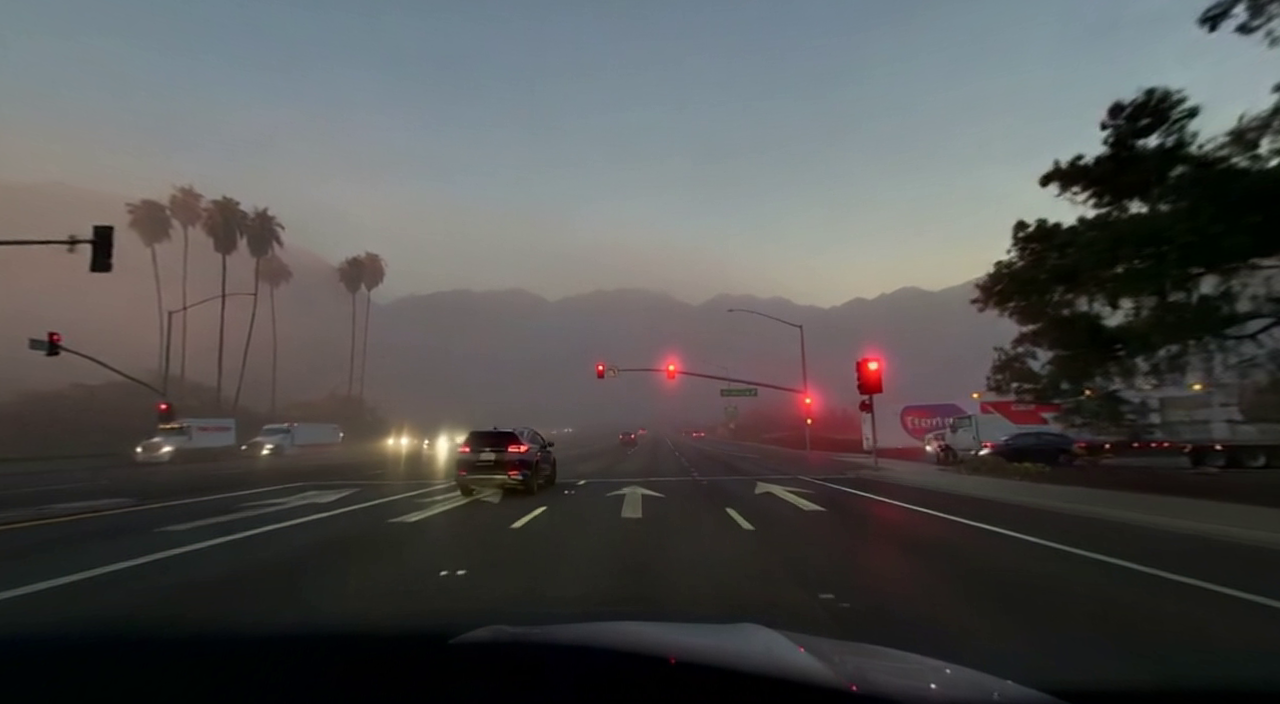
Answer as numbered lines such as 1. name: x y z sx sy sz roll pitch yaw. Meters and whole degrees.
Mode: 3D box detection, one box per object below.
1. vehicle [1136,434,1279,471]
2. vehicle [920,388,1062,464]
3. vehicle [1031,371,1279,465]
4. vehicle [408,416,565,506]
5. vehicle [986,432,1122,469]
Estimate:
1. vehicle: 26.370 4.629 28.960 4.992 1.579 2.193 0 -9 2
2. vehicle: 18.443 4.001 33.350 5.512 3.865 3.002 0 -10 4
3. vehicle: 30.150 3.454 32.598 16.628 4.605 3.321 -1 -8 6
4. vehicle: -3.209 2.435 14.300 2.287 1.712 4.537 0 -9 2
5. vehicle: 19.235 4.599 29.355 4.769 1.638 2.091 0 -9 2
